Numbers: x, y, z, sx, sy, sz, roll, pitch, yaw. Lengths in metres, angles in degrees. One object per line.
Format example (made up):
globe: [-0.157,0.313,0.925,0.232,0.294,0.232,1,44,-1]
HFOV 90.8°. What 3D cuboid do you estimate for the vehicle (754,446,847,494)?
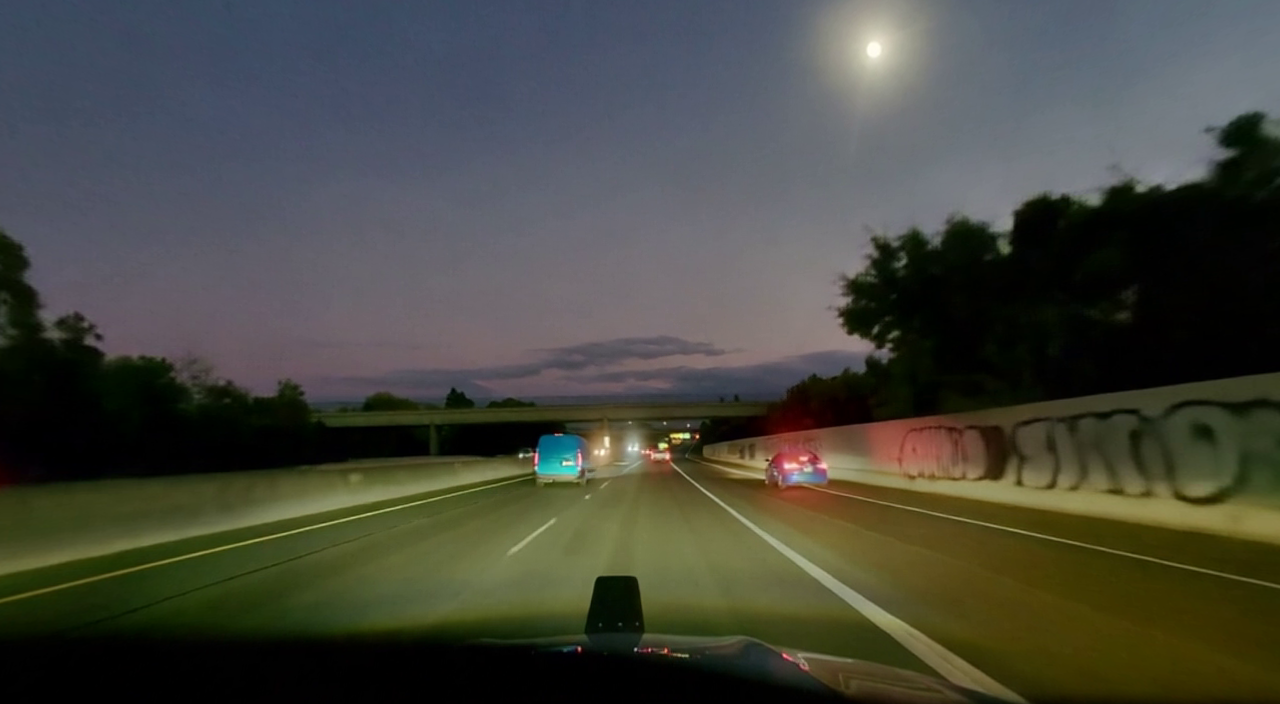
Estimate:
vehicle: [5.487,4.053,22.195,1.972,1.492,4.623,0,-9,-1]

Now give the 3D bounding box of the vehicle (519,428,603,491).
vehicle: [-2.708,3.876,23.039,2.310,2.030,5.094,0,-9,1]
